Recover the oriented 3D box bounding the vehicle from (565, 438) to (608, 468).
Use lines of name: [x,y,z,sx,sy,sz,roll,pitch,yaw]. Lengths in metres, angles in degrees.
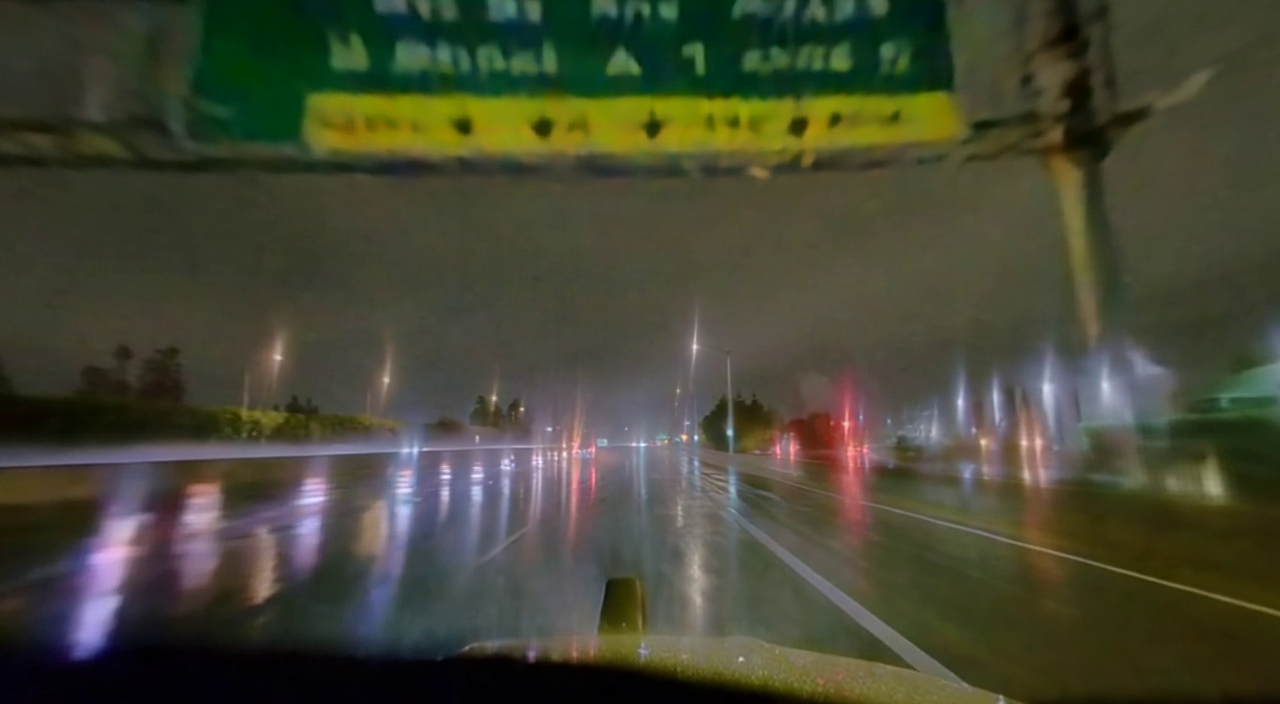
vehicle: [-3.034,5.894,36.740,2.078,1.629,4.059,0,-8,1]
